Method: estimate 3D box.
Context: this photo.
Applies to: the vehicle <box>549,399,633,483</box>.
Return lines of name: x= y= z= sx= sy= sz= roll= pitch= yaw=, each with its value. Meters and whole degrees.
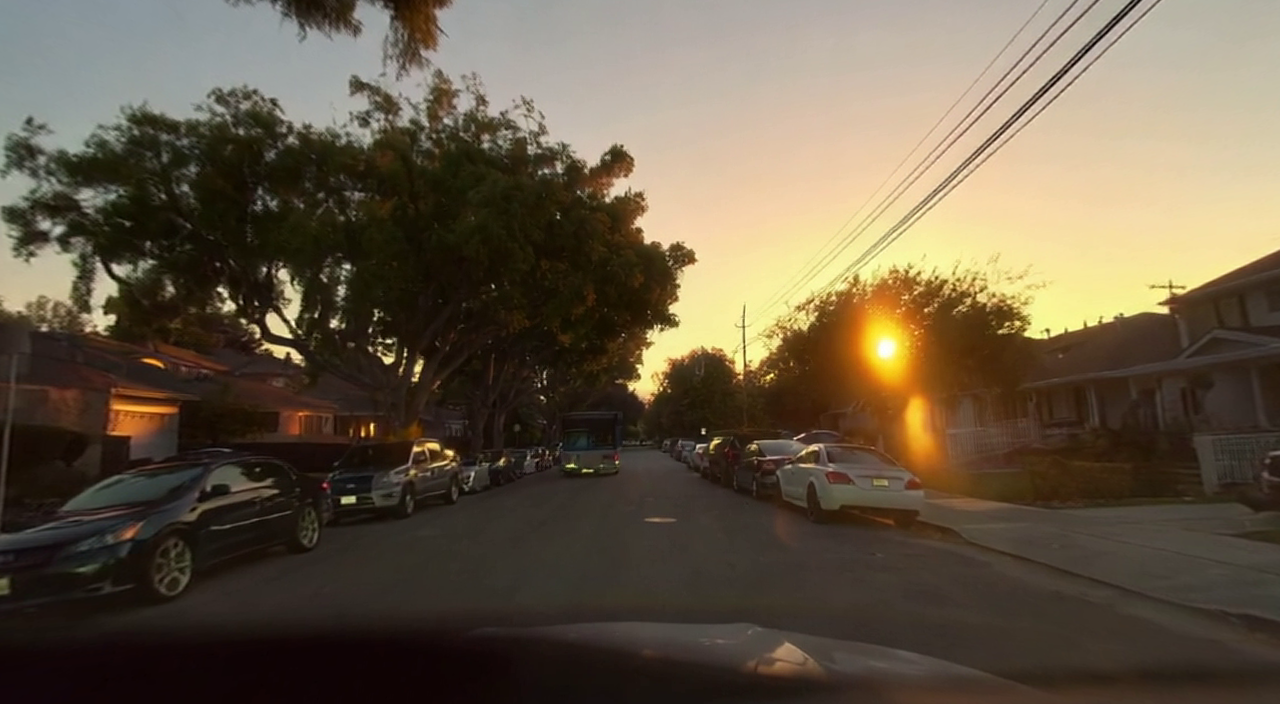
vehicle: x=-1.711 y=3.560 z=25.265 sx=2.716 sy=2.887 sz=6.781 roll=0 pitch=-8 yaw=1

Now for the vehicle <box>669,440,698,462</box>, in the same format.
vehicle: x=3.355 y=7.753 z=49.762 sx=1.878 sy=1.664 sz=4.033 roll=0 pitch=-8 yaw=-2

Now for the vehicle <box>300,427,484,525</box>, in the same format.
vehicle: x=-5.245 y=2.680 z=14.382 sx=2.002 sy=1.781 sz=5.380 roll=0 pitch=-8 yaw=0

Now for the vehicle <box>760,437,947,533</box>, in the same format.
vehicle: x=3.739 y=2.385 z=12.018 sx=1.813 sy=1.468 sz=4.267 roll=1 pitch=-8 yaw=-4

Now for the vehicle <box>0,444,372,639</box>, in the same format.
vehicle: x=-5.086 y=1.807 z=7.285 sx=1.861 sy=1.474 sz=4.749 roll=0 pitch=-8 yaw=1
